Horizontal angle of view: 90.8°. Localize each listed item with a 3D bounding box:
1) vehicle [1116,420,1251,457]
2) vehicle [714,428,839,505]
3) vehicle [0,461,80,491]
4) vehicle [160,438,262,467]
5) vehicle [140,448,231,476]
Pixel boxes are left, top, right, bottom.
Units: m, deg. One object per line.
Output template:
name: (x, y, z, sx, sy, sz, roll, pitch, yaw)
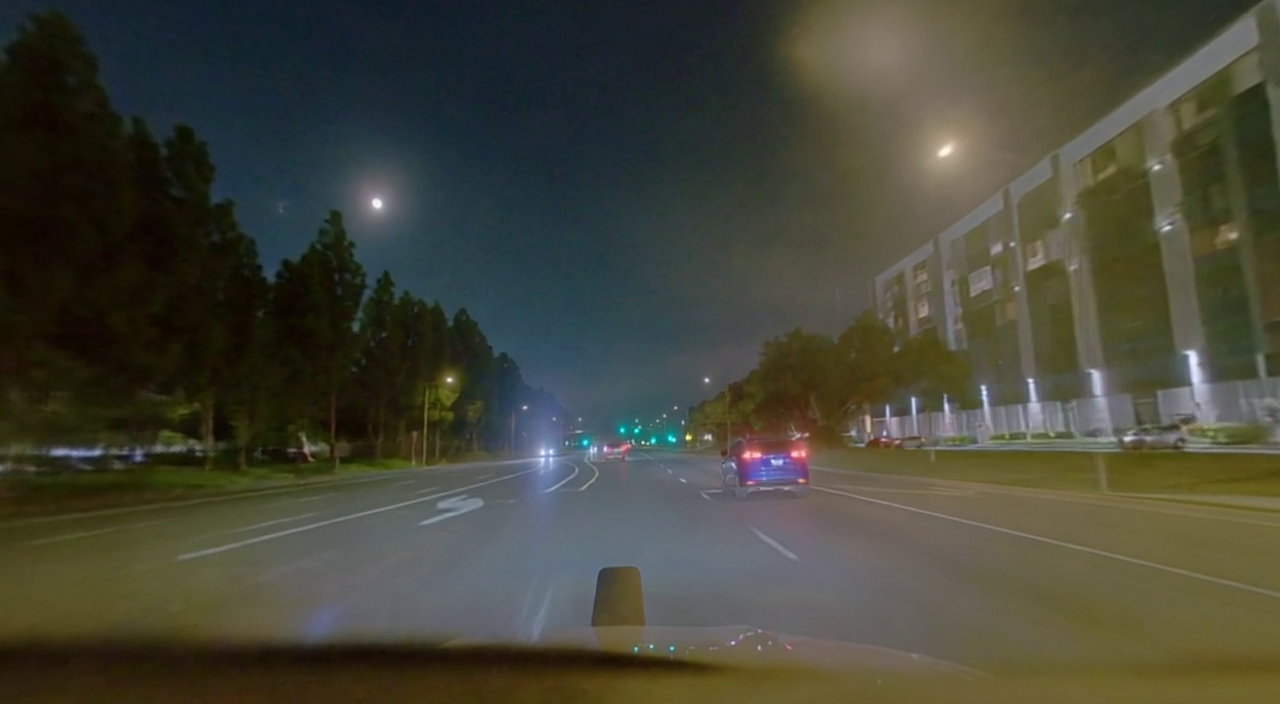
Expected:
vehicle: (34.435, 5.456, 40.123, 6.681, 2.063, 2.342, -1, -8, -6)
vehicle: (3.227, 2.825, 15.978, 2.060, 1.665, 4.284, 0, -9, -2)
vehicle: (-30.394, 6.072, 31.057, 3.840, 1.393, 1.911, 0, -9, -2)
vehicle: (-30.215, 7.090, 44.641, 5.496, 1.884, 2.189, 1, -8, -1)
vehicle: (-30.069, 7.281, 41.896, 4.399, 1.729, 2.076, 0, -9, 0)
